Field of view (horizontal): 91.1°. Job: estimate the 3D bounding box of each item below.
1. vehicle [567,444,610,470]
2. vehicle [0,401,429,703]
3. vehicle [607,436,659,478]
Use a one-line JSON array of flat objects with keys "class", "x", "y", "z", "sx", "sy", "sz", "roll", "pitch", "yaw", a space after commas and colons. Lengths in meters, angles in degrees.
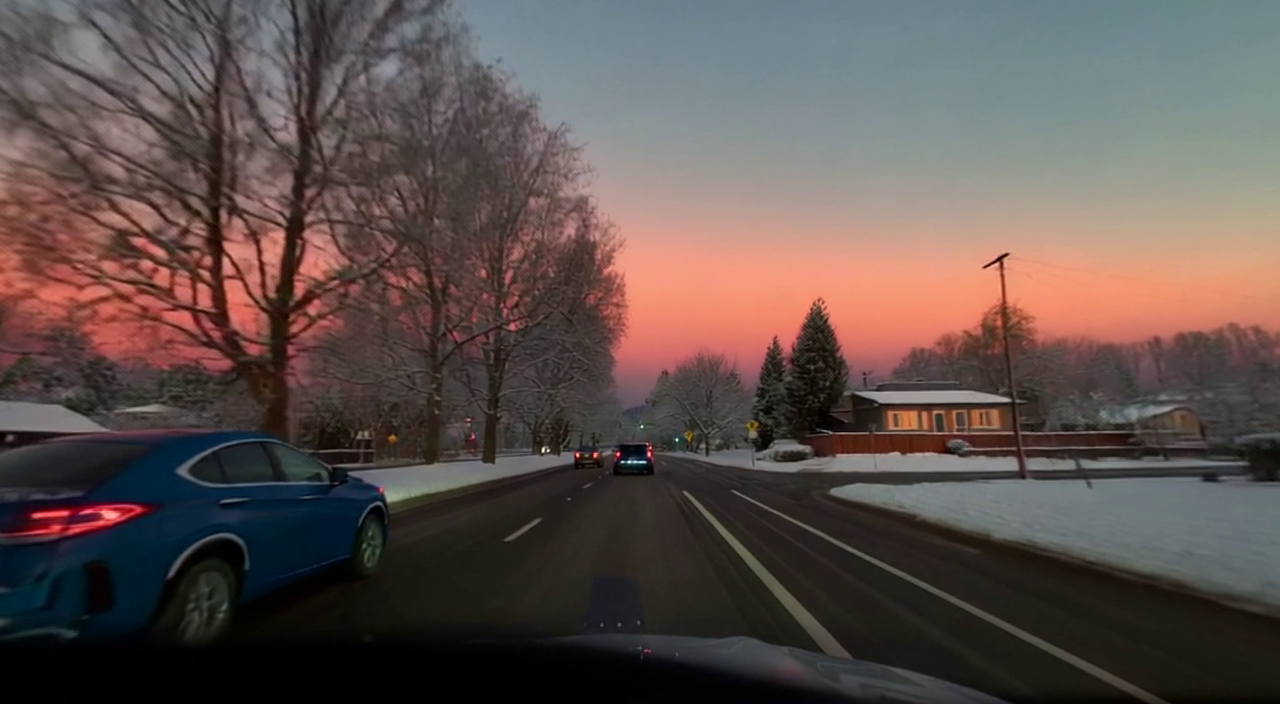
[{"class": "vehicle", "x": -2.943, "y": 6.164, "z": 37.017, "sx": 2.032, "sy": 1.433, "sz": 4.458, "roll": 0, "pitch": -8, "yaw": 2}, {"class": "vehicle", "x": -3.615, "y": 1.279, "z": 4.855, "sx": 2.105, "sy": 1.469, "sz": 4.978, "roll": 0, "pitch": -8, "yaw": 2}, {"class": "vehicle", "x": -0.275, "y": 4.763, "z": 28.665, "sx": 2.220, "sy": 1.742, "sz": 4.047, "roll": 0, "pitch": -8, "yaw": 1}]
